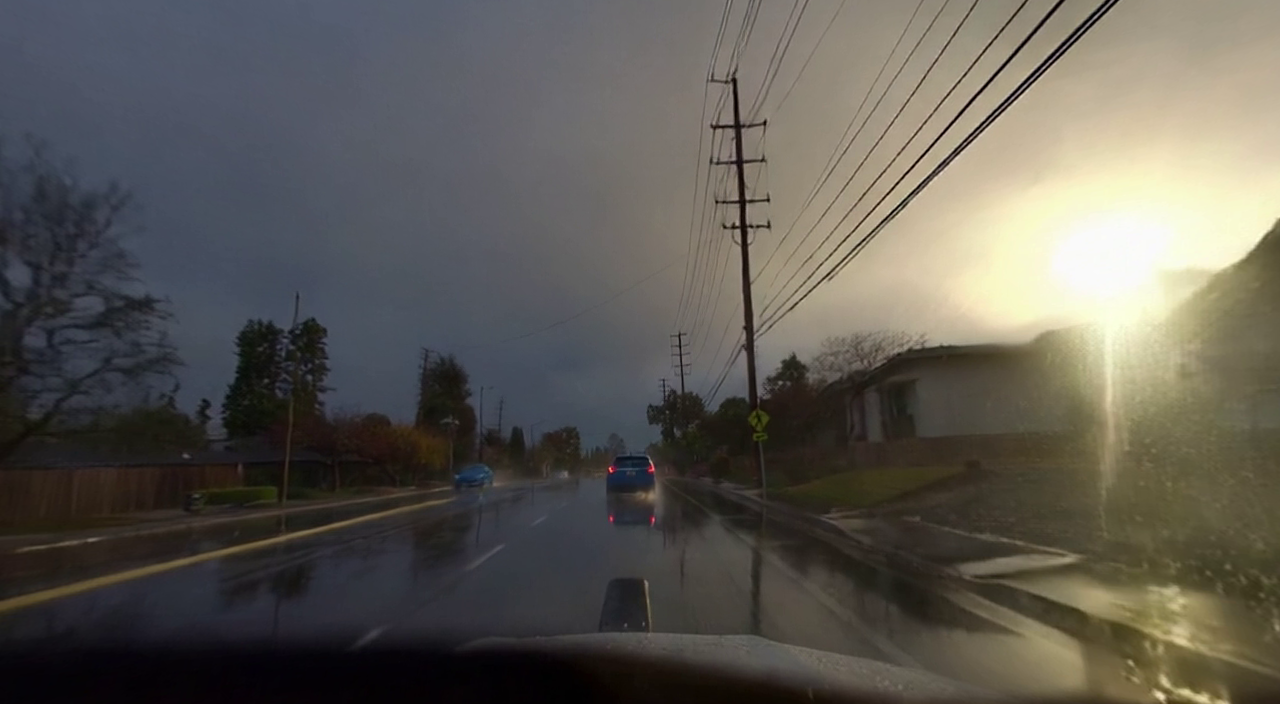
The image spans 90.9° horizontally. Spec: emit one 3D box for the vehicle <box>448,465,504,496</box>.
[{"bbox_3d":[-9.379,7.379,36.440,1.960,1.490,4.674,0,-9,1],"label":"vehicle"}]

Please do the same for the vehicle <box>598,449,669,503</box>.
[{"bbox_3d":[-0.228,4.205,21.835,2.200,1.653,4.127,0,-9,-1],"label":"vehicle"}]
